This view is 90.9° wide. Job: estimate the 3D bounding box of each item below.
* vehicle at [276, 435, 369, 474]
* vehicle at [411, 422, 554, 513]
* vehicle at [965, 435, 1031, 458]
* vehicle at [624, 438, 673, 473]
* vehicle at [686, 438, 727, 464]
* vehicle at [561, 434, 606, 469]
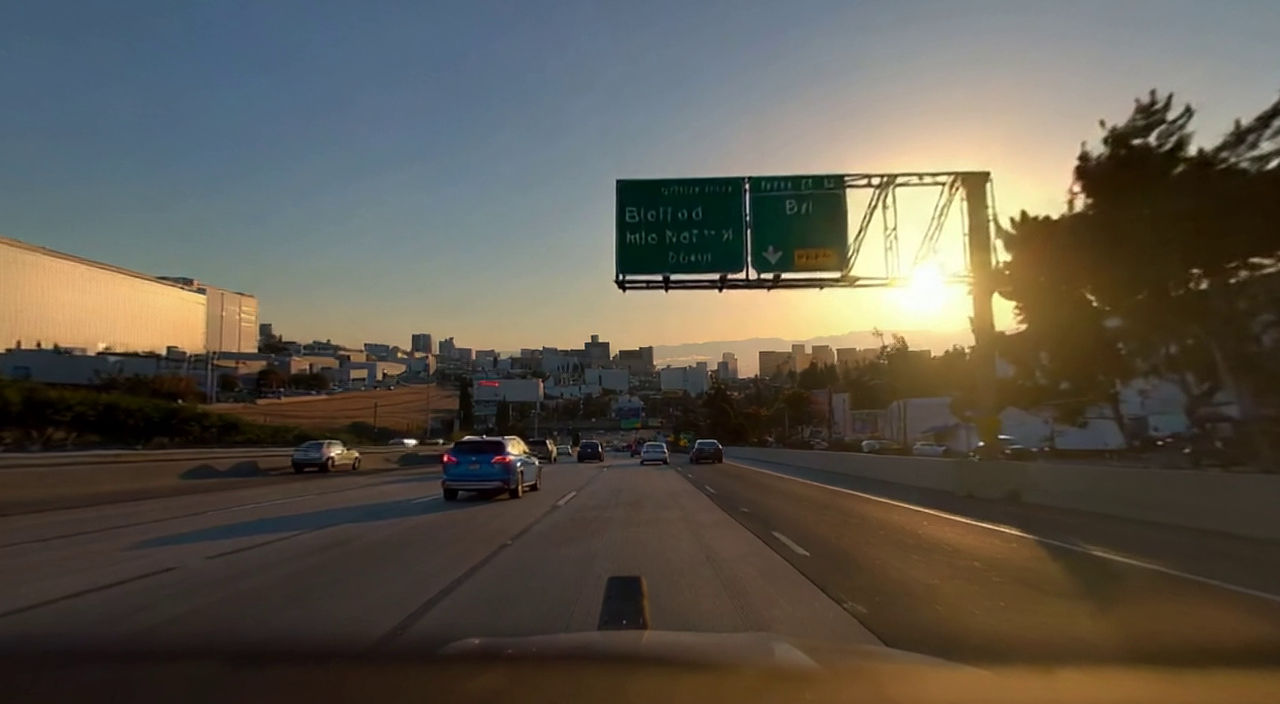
[{"bbox_3d":[-15.032,4.863,30.205,2.011,1.708,4.556,0,-8,1],"label":"vehicle"},{"bbox_3d":[-3.236,2.487,14.031,1.961,1.687,4.453,0,-8,1],"label":"vehicle"},{"bbox_3d":[23.247,6.149,41.141,1.809,1.431,4.430,0,-8,1],"label":"vehicle"},{"bbox_3d":[0.357,4.680,28.725,2.090,1.474,3.970,0,-8,0],"label":"vehicle"},{"bbox_3d":[4.099,6.188,39.453,1.980,1.492,4.442,0,-8,-1],"label":"vehicle"},{"bbox_3d":[-2.963,5.372,34.249,2.007,1.730,4.412,0,-8,0],"label":"vehicle"}]
